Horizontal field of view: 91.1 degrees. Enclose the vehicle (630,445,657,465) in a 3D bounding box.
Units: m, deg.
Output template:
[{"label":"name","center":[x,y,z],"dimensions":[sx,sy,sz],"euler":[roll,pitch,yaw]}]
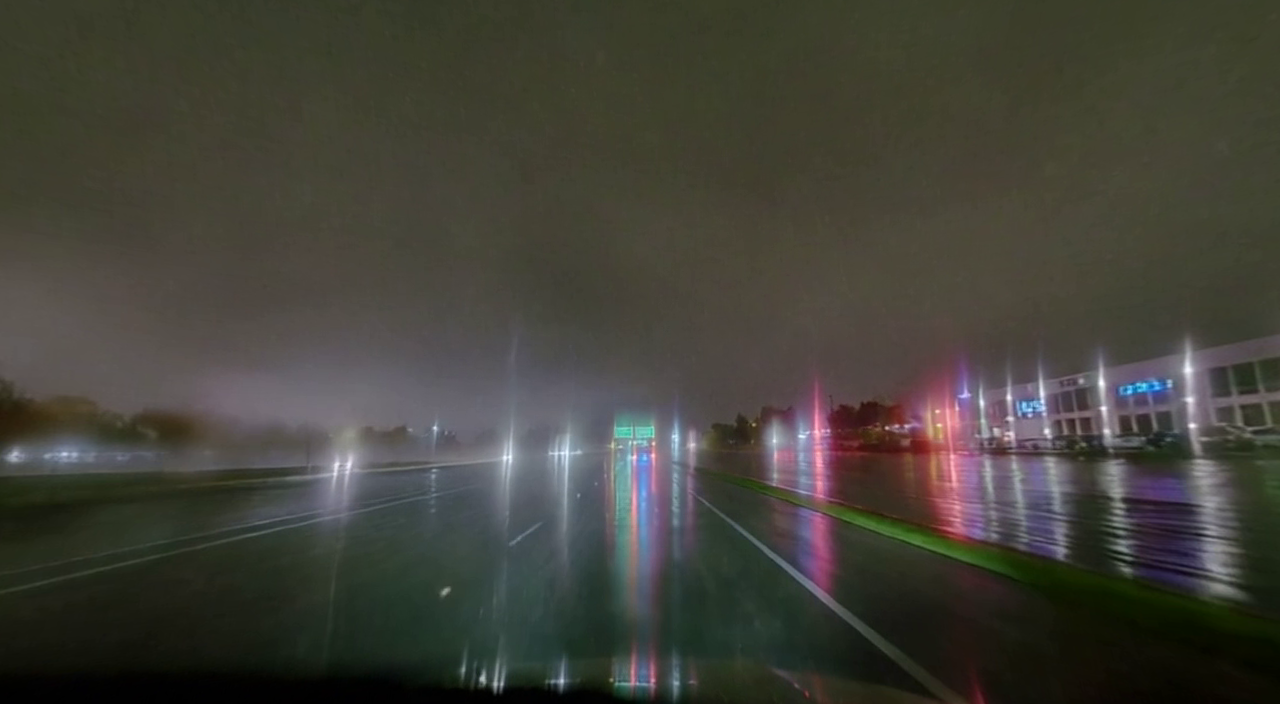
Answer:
[{"label":"vehicle","center":[0.286,8.064,49.442],"dimensions":[2.014,1.507,3.960],"euler":[0,-9,0]}]
